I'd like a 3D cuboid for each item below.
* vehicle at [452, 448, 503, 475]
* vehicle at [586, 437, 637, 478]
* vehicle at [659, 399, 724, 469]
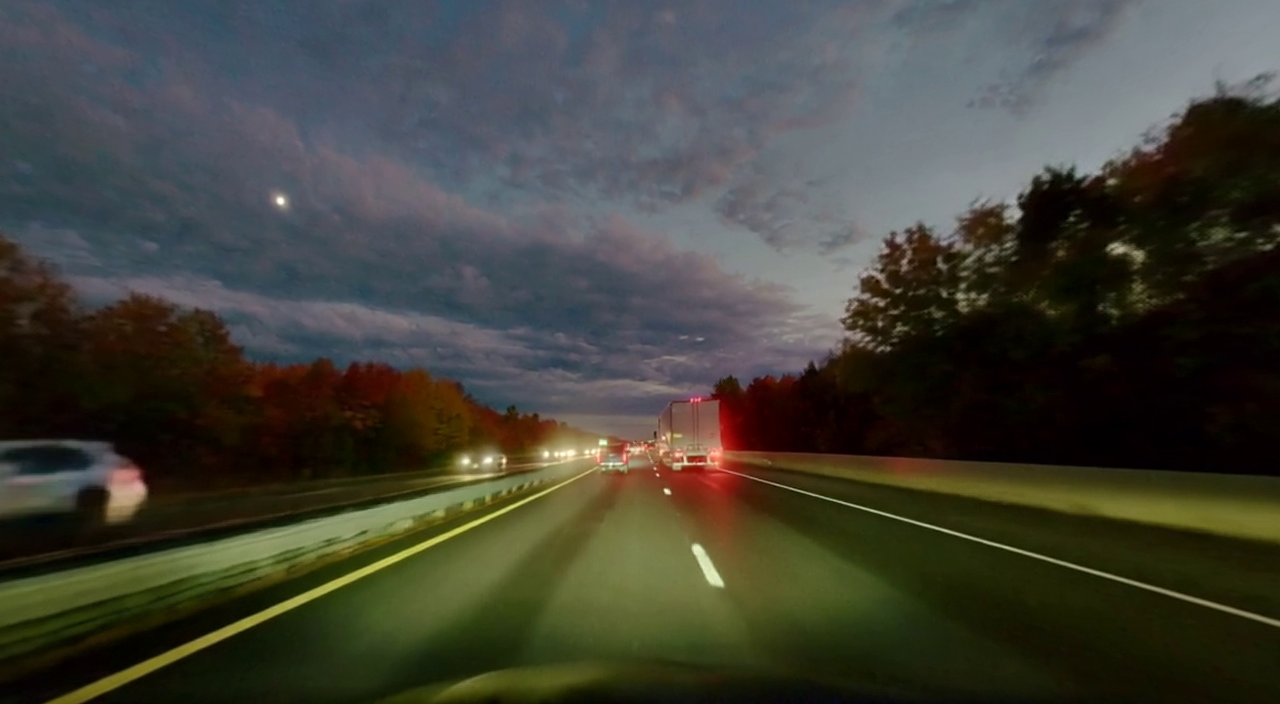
[{"bbox_3d":[-9.733,6.572,37.951,1.890,1.505,4.484,0,-9,0],"label":"vehicle"},{"bbox_3d":[-1.213,4.791,28.645,2.151,1.693,4.201,0,-9,0],"label":"vehicle"},{"bbox_3d":[3.197,5.758,43.048,3.068,4.042,13.787,0,-9,-1],"label":"vehicle"}]
